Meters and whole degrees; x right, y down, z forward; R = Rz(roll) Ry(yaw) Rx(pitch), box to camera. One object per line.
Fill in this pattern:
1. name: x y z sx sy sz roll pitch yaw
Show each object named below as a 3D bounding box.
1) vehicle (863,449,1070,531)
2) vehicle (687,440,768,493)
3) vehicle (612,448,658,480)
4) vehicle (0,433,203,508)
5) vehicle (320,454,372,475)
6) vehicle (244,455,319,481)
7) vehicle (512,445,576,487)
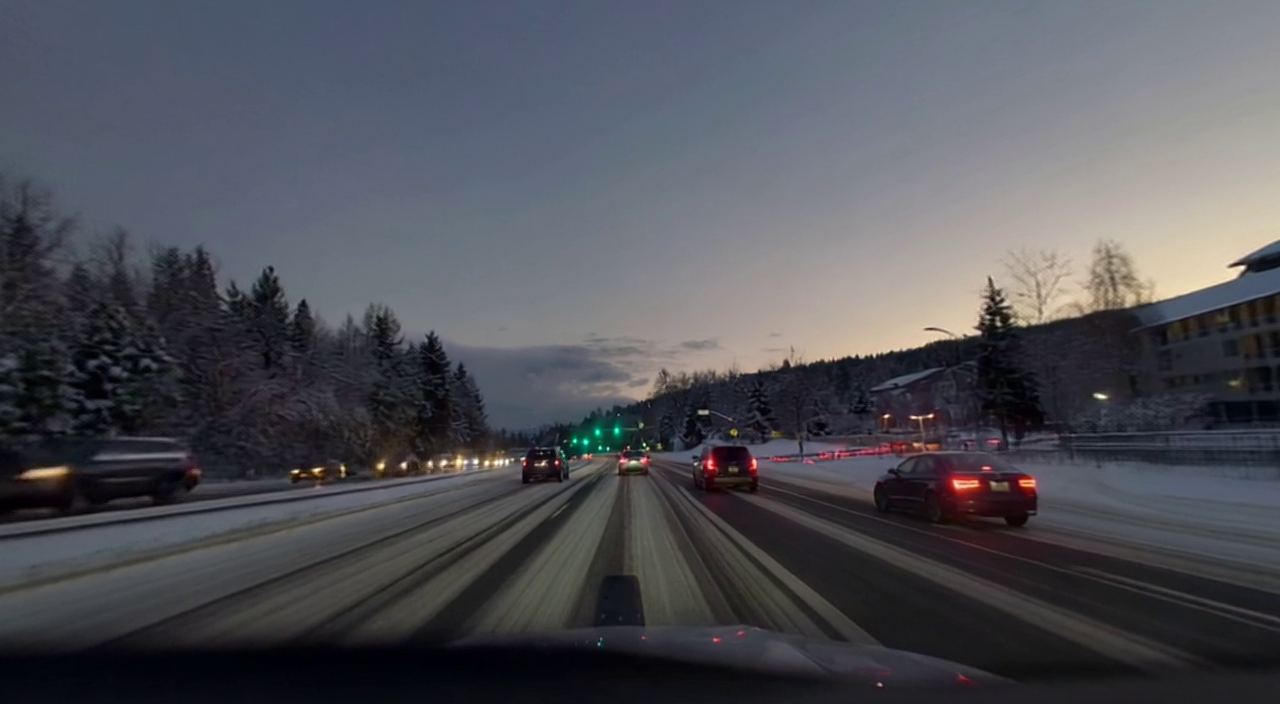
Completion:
1. vehicle: 6.532 2.767 13.327 1.945 1.408 4.288 0 -9 -2
2. vehicle: 3.020 4.051 22.759 2.161 1.716 4.194 0 -9 -2
3. vehicle: -0.319 5.651 32.113 2.155 1.486 4.403 0 -9 -2
4. vehicle: -15.374 3.242 17.827 2.089 1.744 5.500 0 -9 0
5. vehicle: -22.834 8.713 49.207 1.919 1.462 4.580 0 -9 -1
6. vehicle: -22.648 7.341 40.137 2.019 1.467 4.808 0 -9 -1
7. vehicle: -4.103 4.930 27.724 2.172 1.671 4.175 0 -9 0
